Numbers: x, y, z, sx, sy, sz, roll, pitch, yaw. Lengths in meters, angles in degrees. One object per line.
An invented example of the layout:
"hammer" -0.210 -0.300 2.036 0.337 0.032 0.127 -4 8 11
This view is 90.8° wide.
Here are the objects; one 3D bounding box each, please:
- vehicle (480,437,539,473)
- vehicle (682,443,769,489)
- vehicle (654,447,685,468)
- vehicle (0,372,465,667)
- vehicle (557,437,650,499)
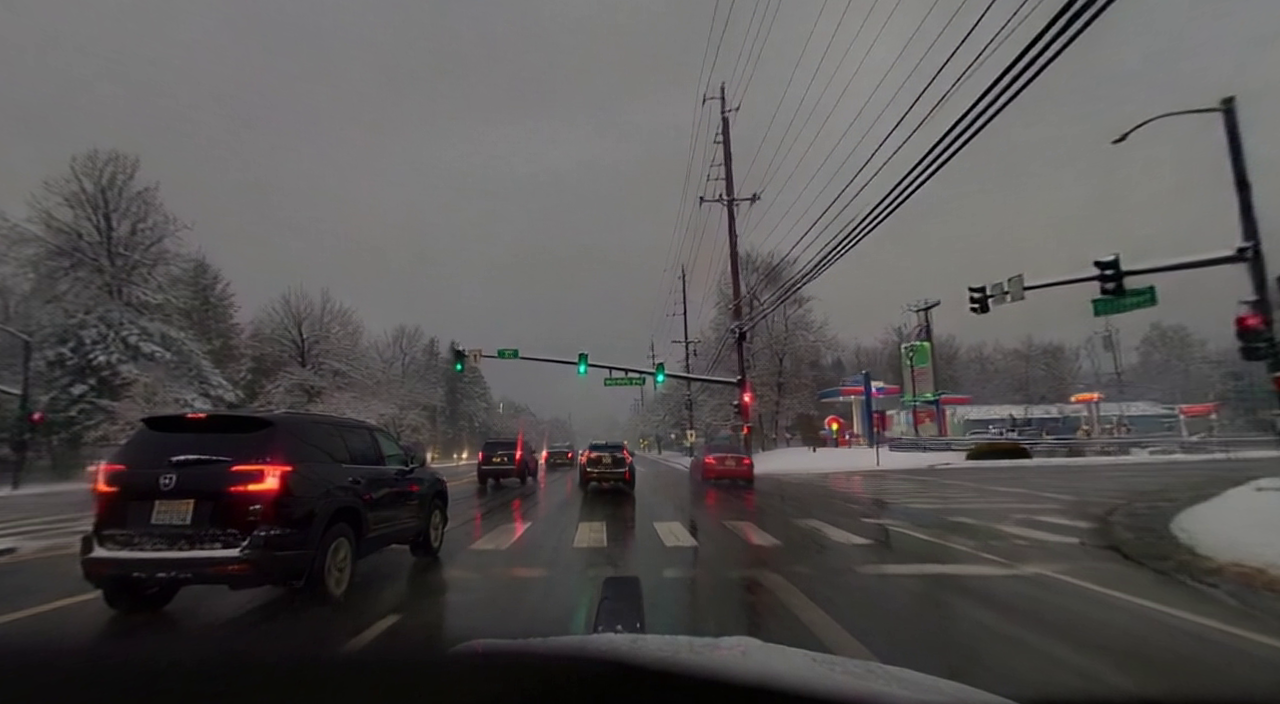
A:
"vehicle" -7.592 6.048 37.347 2.385 1.918 5.056 0 -8 0
"vehicle" 2.609 3.614 20.468 2.065 1.302 4.416 0 -8 -2
"vehicle" 2.193 7.998 47.989 2.069 1.464 4.599 0 -8 -1
"vehicle" -3.226 1.264 5.858 1.922 1.642 4.547 0 -8 -1
"vehicle" -0.918 3.037 16.930 2.189 1.437 4.135 0 -8 -2
